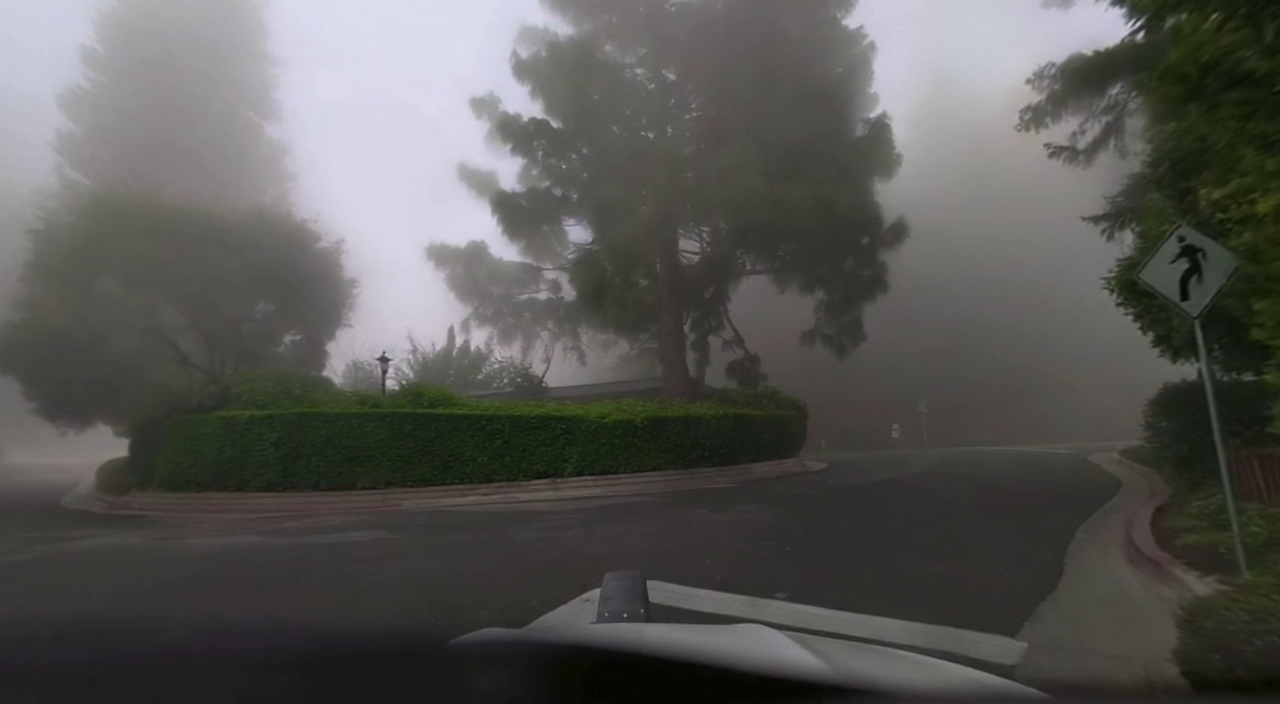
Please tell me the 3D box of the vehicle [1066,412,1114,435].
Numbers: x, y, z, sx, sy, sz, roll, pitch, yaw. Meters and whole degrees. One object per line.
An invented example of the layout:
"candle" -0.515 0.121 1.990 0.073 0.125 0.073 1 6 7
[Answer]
"vehicle" 32.213 5.095 45.222 1.802 1.548 3.501 -3 -6 20
